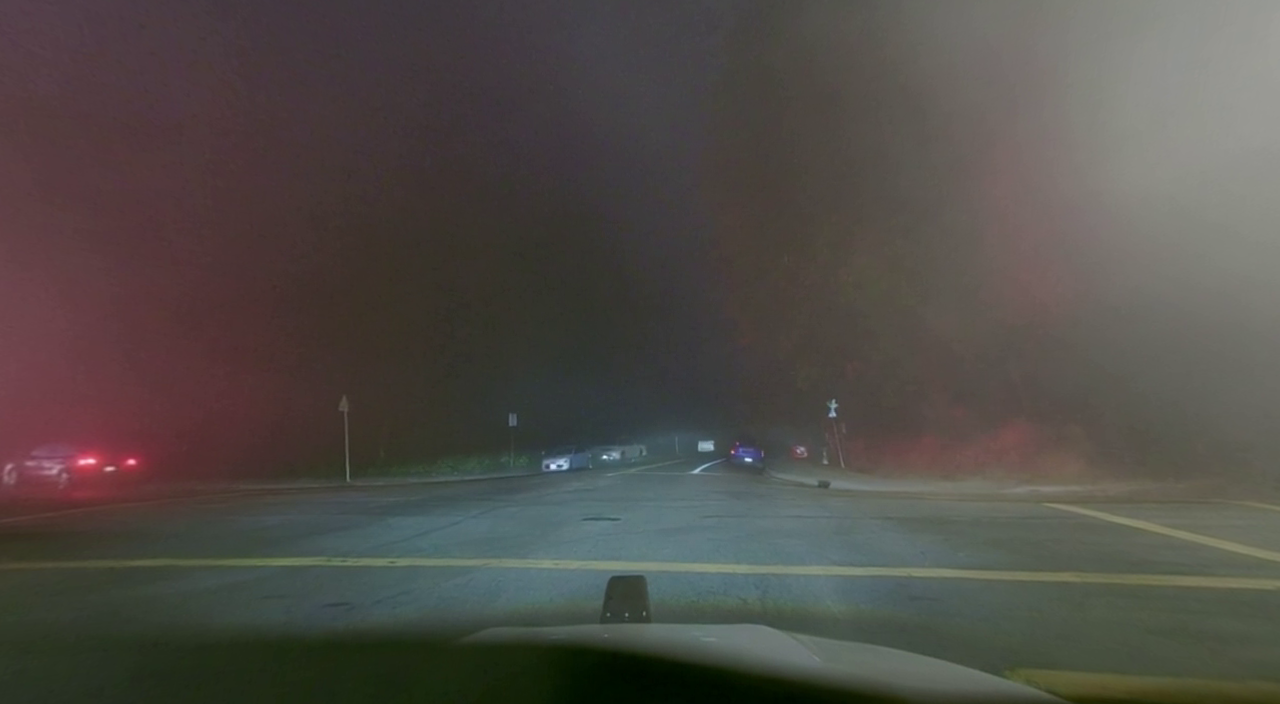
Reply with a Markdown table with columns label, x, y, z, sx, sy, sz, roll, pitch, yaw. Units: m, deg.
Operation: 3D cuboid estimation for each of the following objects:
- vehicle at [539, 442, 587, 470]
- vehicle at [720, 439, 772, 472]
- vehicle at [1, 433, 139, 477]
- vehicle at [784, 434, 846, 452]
| label | x | y | z | sx | sy | sz | roll | pitch | yaw |
| --- | --- | --- | --- | --- | --- | --- | --- | --- | --- |
| vehicle | -4.396 | 6.034 | 36.734 | 2.102 | 1.507 | 4.049 | -1 | -8 | 2 |
| vehicle | 5.021 | 4.984 | 30.473 | 2.051 | 1.461 | 4.100 | -1 | -8 | 4 |
| vehicle | -24.966 | 4.480 | 27.626 | 4.986 | 1.796 | 2.066 | -2 | -9 | 17 |
| vehicle | 13.435 | 7.008 | 48.551 | 4.310 | 1.378 | 1.698 | -1 | -8 | 4 |
